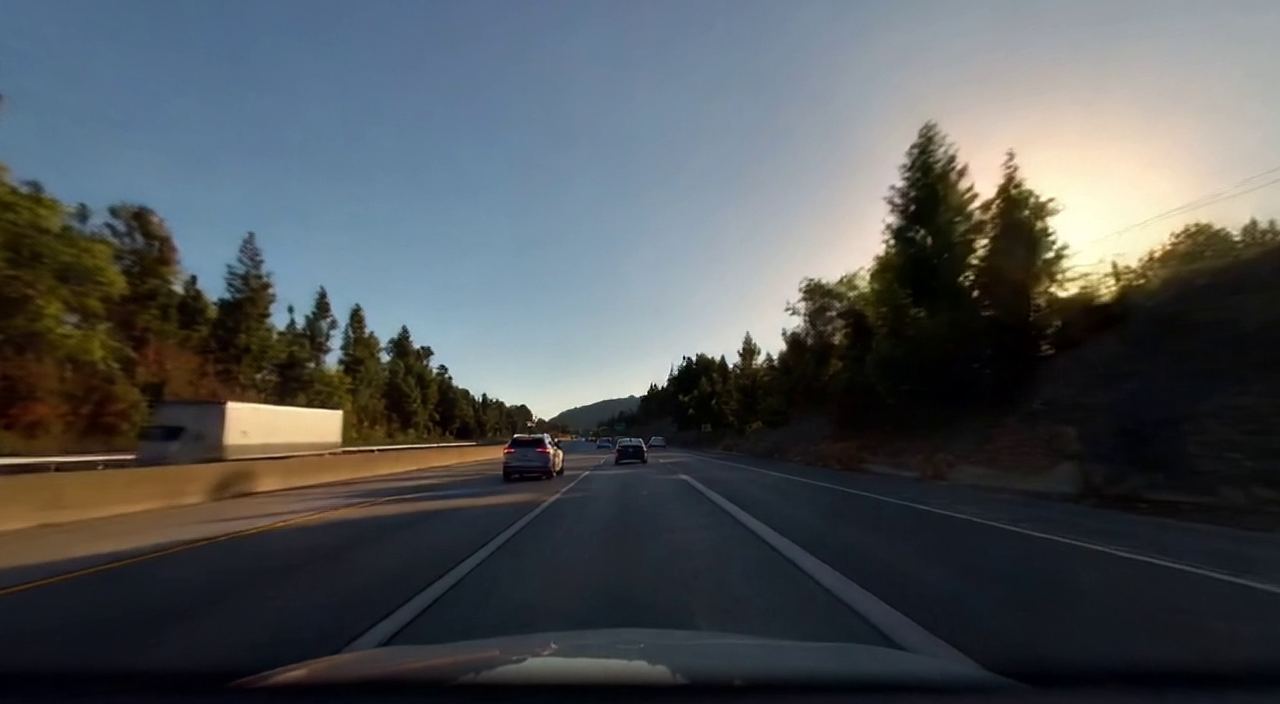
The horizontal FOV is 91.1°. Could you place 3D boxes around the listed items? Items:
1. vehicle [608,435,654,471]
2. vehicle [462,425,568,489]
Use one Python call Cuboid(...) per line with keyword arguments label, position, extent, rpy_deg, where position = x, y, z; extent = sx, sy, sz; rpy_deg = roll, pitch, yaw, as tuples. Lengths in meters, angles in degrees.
Cuboid(label="vehicle", position=(-0.435, 4.782, 30.091), extent=(2.048, 1.563, 4.087), rpy_deg=(0, -8, -1))
Cuboid(label="vehicle", position=(-3.633, 3.158, 19.268), extent=(2.264, 1.699, 4.648), rpy_deg=(0, -8, 0))
